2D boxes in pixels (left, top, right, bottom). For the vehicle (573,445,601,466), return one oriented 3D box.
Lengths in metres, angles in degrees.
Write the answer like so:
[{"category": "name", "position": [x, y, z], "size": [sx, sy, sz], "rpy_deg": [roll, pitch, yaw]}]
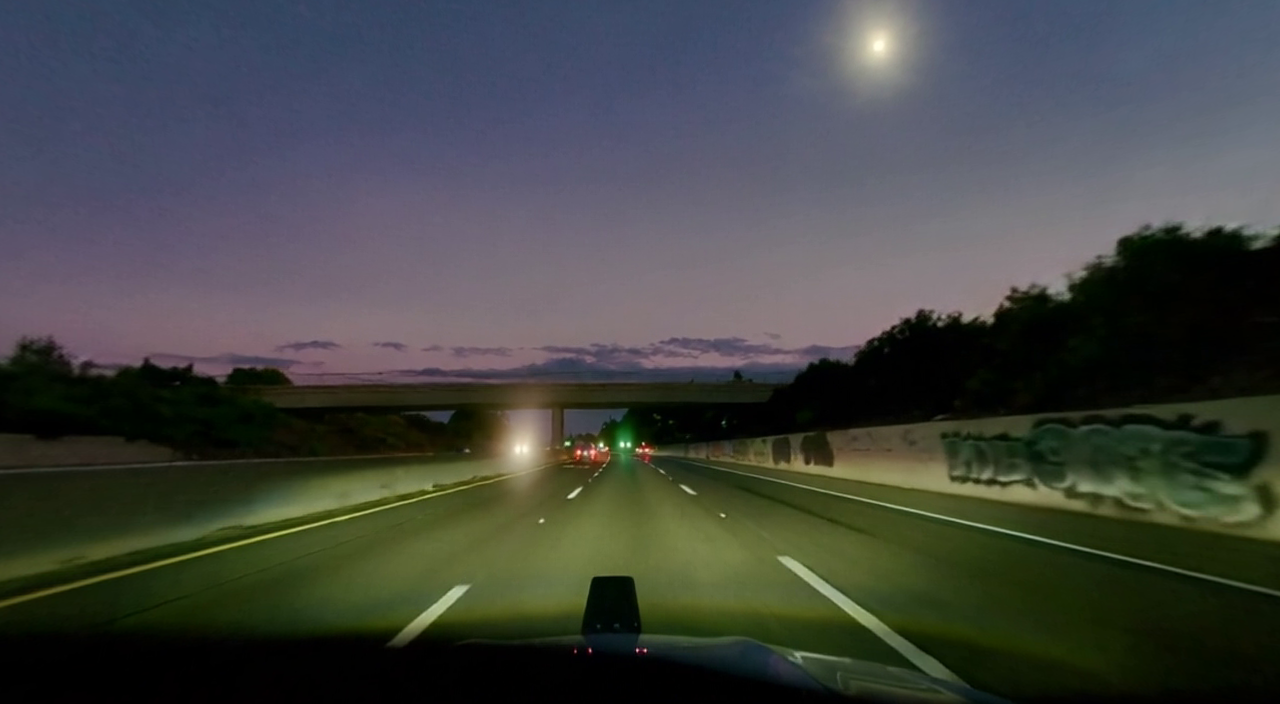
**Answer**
[{"category": "vehicle", "position": [-3.960, 7.838, 47.648], "size": [1.871, 1.459, 3.771], "rpy_deg": [0, -9, -1]}]
